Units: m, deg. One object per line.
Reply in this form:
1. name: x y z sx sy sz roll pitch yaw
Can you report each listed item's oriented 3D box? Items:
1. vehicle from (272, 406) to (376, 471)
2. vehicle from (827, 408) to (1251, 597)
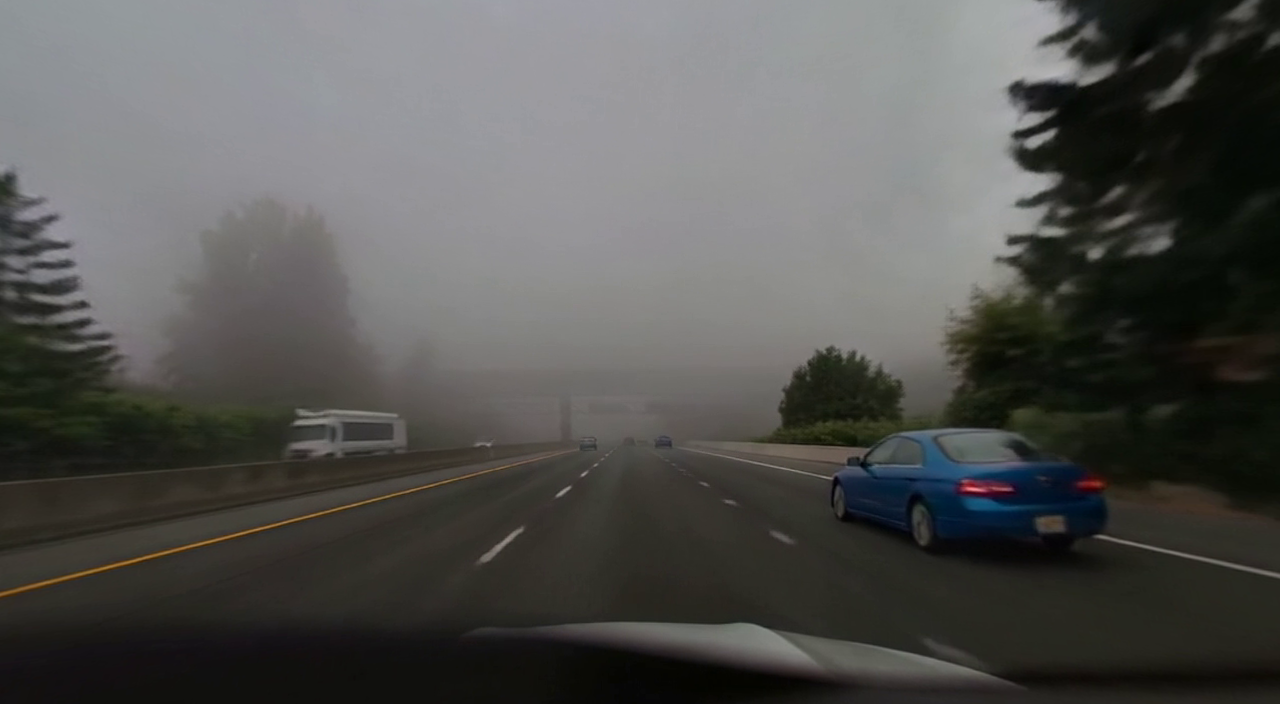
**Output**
1. vehicle: -21.223 5.878 42.993 2.982 3.995 7.675 0 -8 1
2. vehicle: 3.944 1.533 7.409 2.031 1.531 4.365 0 -8 -2
